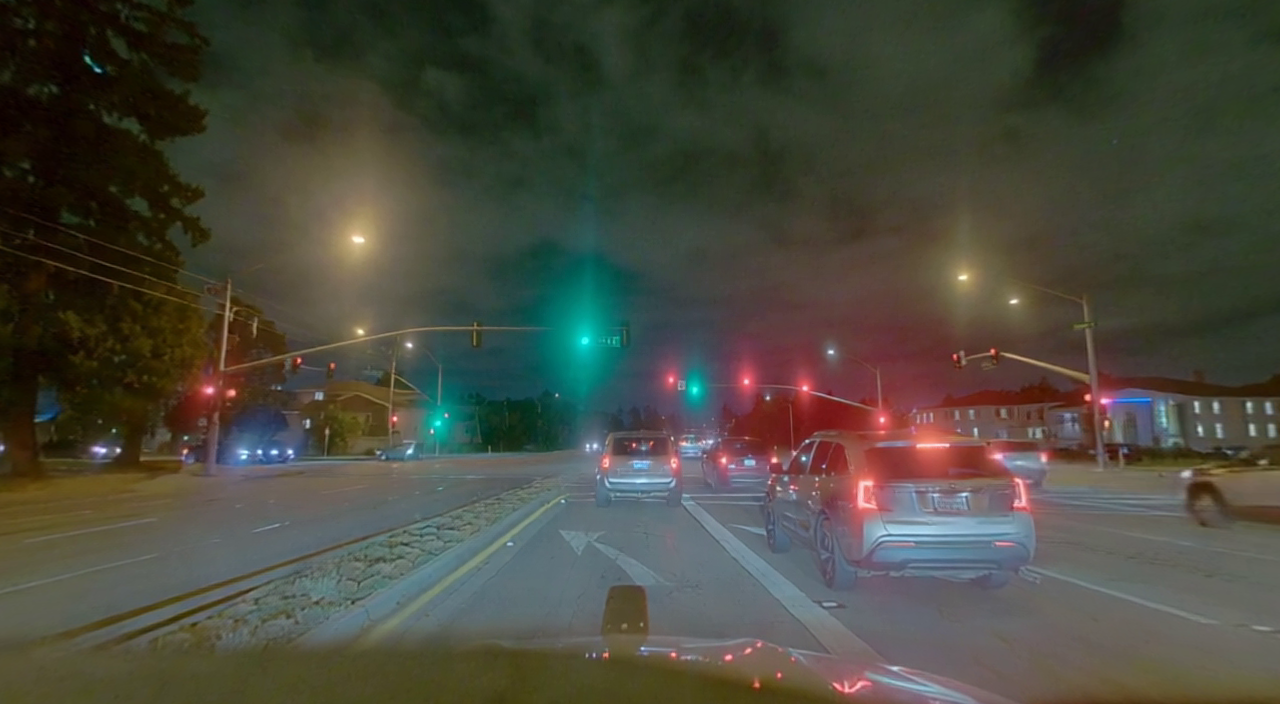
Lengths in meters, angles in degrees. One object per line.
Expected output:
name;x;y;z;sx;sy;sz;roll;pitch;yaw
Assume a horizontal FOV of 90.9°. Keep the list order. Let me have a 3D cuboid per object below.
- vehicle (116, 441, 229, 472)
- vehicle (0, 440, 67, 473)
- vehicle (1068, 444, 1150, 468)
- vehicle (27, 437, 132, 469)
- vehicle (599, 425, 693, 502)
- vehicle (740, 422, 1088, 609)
vehicle;-26.341;5.883;35.634;4.724;1.630;1.968;0;-8;-3
vehicle;-35.041;5.778;34.937;4.465;1.693;1.959;2;-9;-1
vehicle;33.098;7.360;44.520;4.215;1.618;1.949;0;-8;-2
vehicle;-36.855;6.628;41.532;4.771;1.778;2.032;3;-8;-2
vehicle;0.073;2.788;16.158;2.099;1.705;4.020;0;-8;-2
vehicle;2.553;1.642;7.323;2.009;1.480;4.423;0;-8;-1
